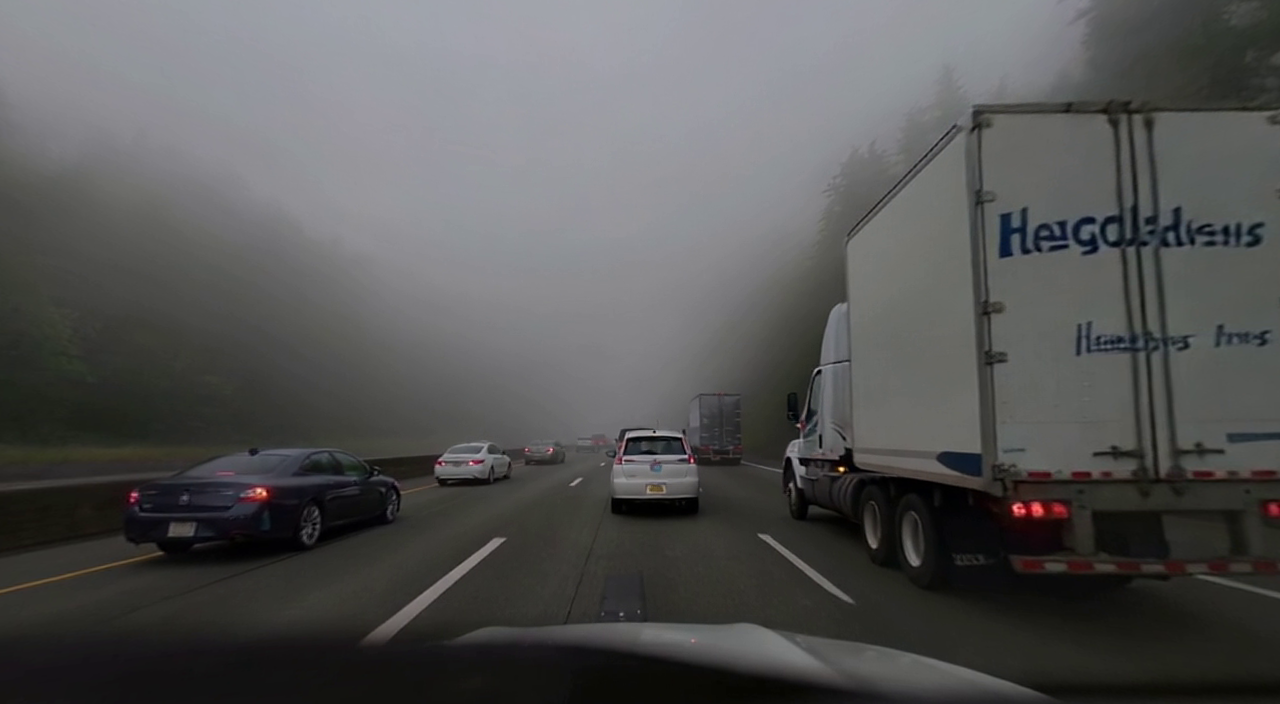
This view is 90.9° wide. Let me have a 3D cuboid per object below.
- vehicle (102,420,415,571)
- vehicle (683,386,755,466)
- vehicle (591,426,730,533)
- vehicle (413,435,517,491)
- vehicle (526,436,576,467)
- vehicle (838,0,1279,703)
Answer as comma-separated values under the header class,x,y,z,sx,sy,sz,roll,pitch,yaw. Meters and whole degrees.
class,x,y,z,sx,sy,sz,roll,pitch,yaw
vehicle,-4.557,1.718,8.321,1.821,1.514,3.677,0,-8,0
vehicle,4.514,4.762,39.533,2.892,4.101,14.252,0,-8,1
vehicle,0.284,2.056,10.792,1.973,1.505,3.568,0,-8,0
vehicle,-5.018,3.205,18.631,1.880,1.458,3.978,0,-8,1
vehicle,-4.598,5.194,33.270,1.887,1.493,4.411,0,-8,1
vehicle,4.065,-0.488,0.833,2.817,3.989,14.321,0,-8,-1
